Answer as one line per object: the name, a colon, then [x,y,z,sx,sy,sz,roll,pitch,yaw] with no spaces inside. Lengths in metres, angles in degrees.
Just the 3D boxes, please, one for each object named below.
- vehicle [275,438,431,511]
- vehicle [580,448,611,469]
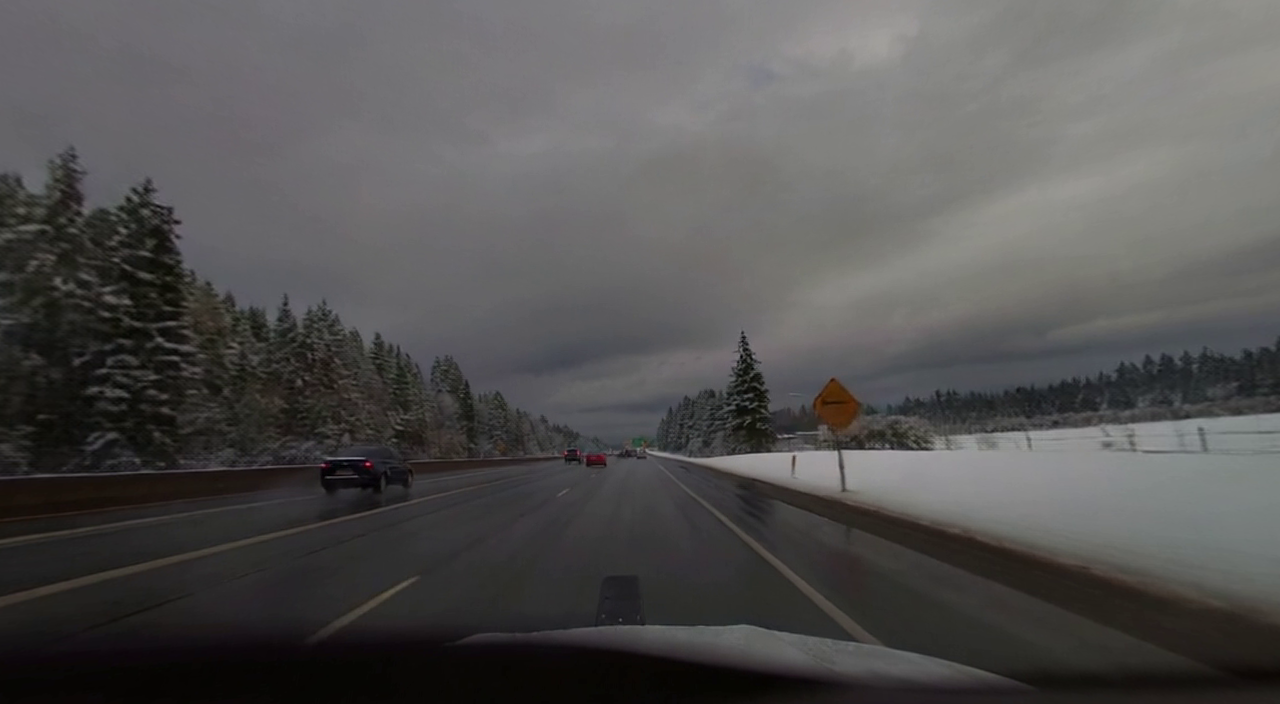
vehicle: [-7.156,3.084,16.271,2.007,1.616,4.141,0,-9,1]
vehicle: [-3.441,8.334,49.584,2.104,1.558,4.639,0,-9,0]
